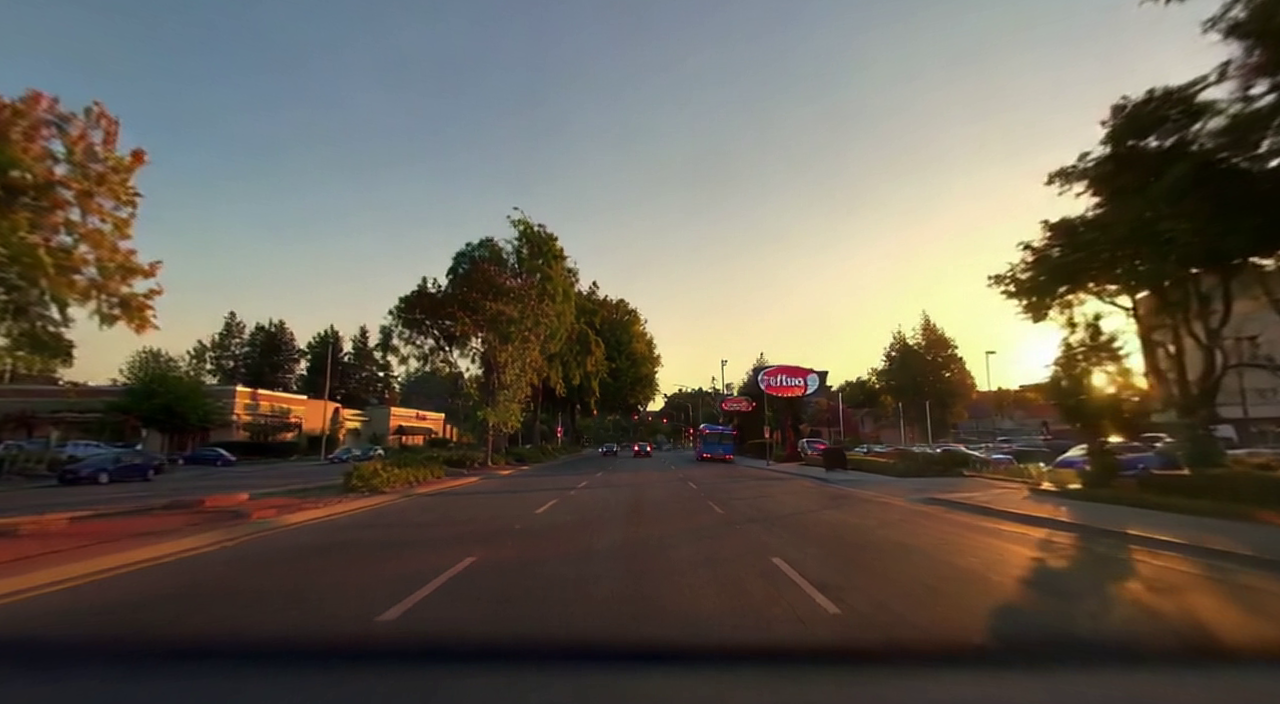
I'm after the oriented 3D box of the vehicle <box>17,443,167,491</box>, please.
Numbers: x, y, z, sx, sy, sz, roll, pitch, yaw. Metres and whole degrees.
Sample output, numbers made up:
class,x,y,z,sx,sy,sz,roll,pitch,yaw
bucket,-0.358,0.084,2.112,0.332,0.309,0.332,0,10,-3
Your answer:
class,x,y,z,sx,sy,sz,roll,pitch,yaw
vehicle,-22.445,4.701,26.154,2.040,1.788,4.595,-1,-9,0

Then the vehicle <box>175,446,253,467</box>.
class,x,y,z,sx,sy,sz,roll,pitch,yaw
vehicle,-31.104,7.633,46.102,4.566,1.484,2.051,-3,-9,12

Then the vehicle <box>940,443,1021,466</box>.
class,x,y,z,sx,sy,sz,roll,pitch,yaw
vehicle,24.072,7.263,44.679,4.744,1.481,1.855,-7,-10,34

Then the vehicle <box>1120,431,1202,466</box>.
class,x,y,z,sx,sy,sz,roll,pitch,yaw
vehicle,40.286,7.426,48.720,6.741,2.278,2.778,2,-10,-34

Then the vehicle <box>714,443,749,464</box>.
class,x,y,z,sx,sy,sz,roll,pitch,yaw
vehicle,6.829,7.647,47.499,1.980,1.473,4.537,-1,-9,0

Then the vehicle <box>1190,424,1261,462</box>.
class,x,y,z,sx,sy,sz,roll,pitch,yaw
vehicle,43.573,6.718,46.905,5.712,2.575,2.180,3,-9,-32
